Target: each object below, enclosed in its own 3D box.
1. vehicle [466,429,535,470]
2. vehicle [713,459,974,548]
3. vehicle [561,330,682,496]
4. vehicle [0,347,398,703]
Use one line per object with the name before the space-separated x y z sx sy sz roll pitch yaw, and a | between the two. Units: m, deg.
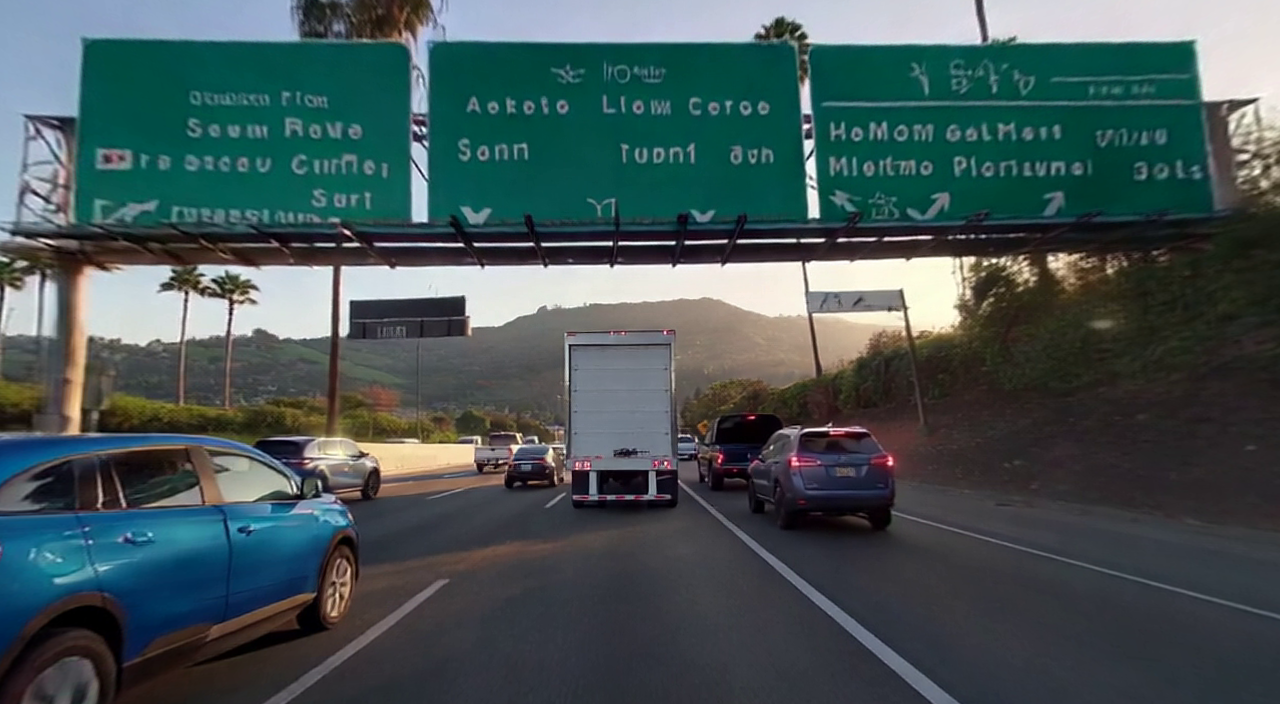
vehicle | -7.210 5.132 33.349 2.344 1.954 5.579 0 -9 0
vehicle | 2.977 2.441 11.041 2.635 1.036 5.568 0 -9 -1
vehicle | -0.423 2.274 20.810 2.906 4.040 10.743 0 -9 0
vehicle | -3.214 1.060 3.789 1.885 1.654 4.103 0 -9 0
